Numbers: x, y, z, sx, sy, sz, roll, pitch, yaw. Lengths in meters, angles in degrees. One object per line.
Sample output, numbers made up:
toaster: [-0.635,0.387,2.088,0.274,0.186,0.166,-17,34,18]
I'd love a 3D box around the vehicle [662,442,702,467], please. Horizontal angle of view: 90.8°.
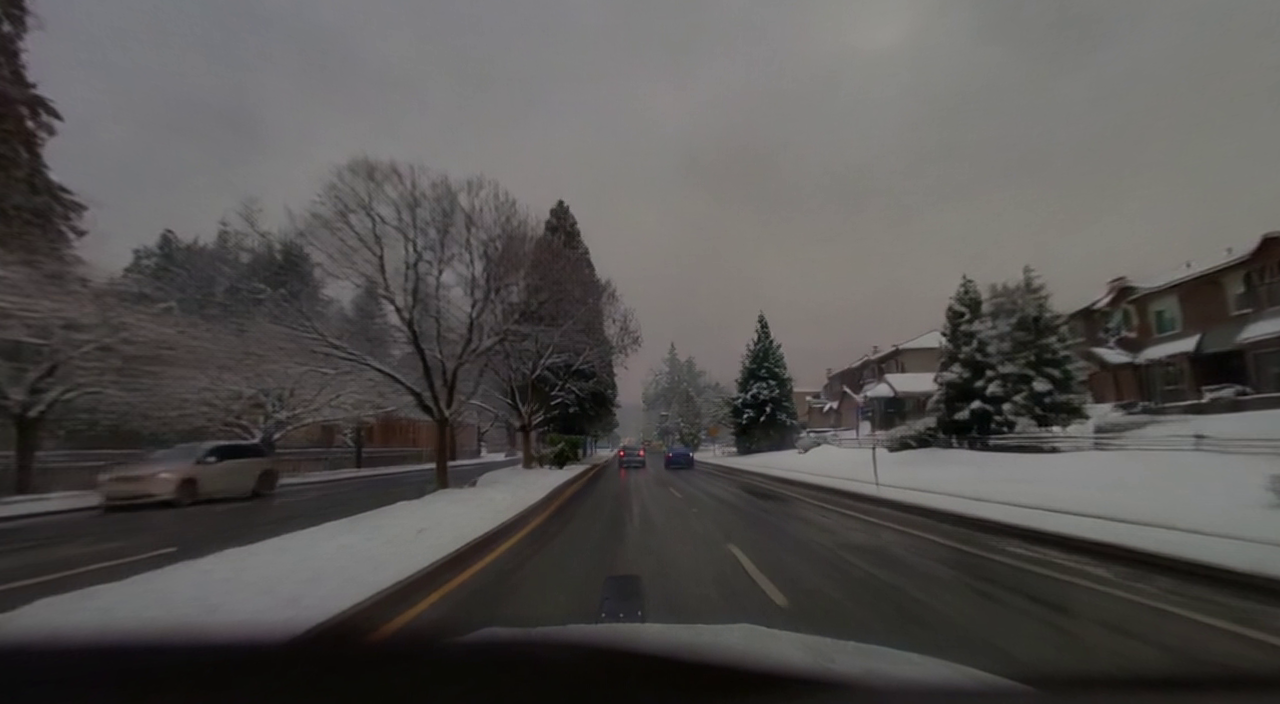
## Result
vehicle: [2.607,6.470,40.048,2.057,1.496,4.401,0,-8,-2]

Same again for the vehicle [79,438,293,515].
vehicle: [-11.436,3.127,16.493,2.107,1.684,4.707,0,-8,-1]

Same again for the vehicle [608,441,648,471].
vehicle: [-0.605,5.521,33.832,2.018,1.511,3.993,0,-8,0]
